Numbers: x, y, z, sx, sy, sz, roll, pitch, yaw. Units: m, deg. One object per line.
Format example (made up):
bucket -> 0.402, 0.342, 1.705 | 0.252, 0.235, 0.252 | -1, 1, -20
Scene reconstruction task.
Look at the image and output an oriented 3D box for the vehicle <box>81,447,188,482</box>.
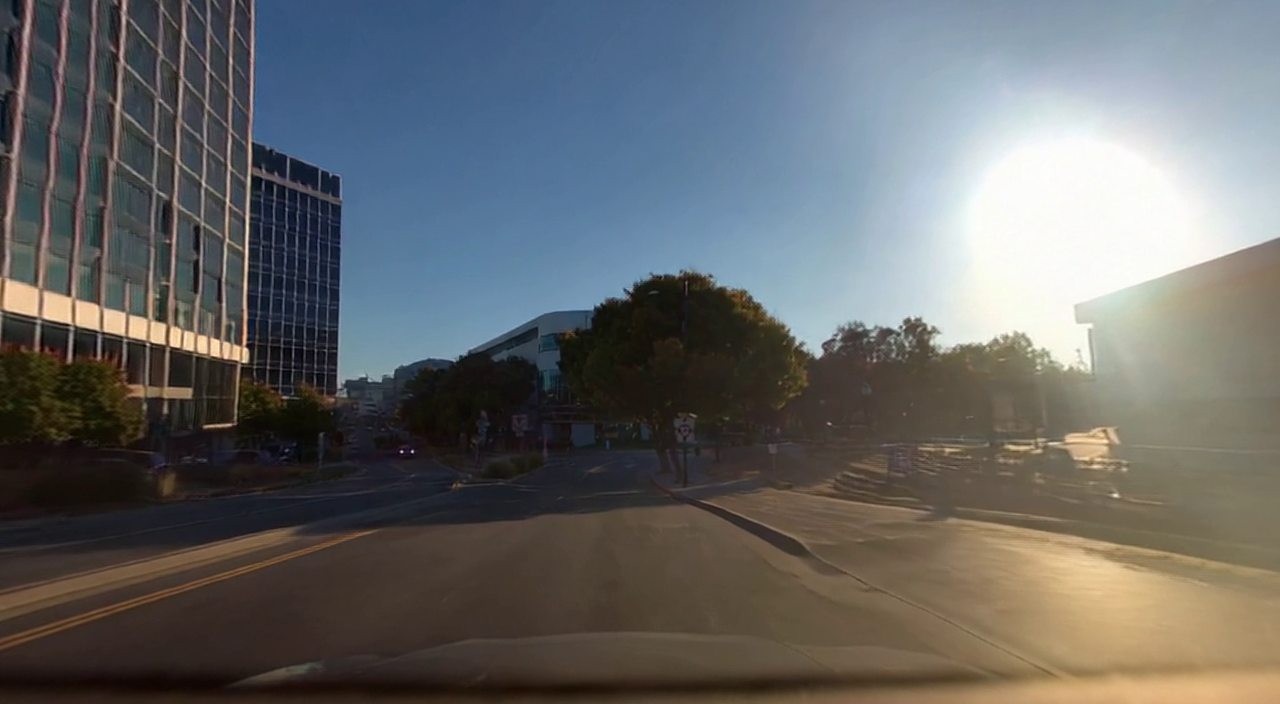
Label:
vehicle -> -27.668, 6.102, 34.613 | 4.473, 1.778, 2.125 | -2, -9, 14
